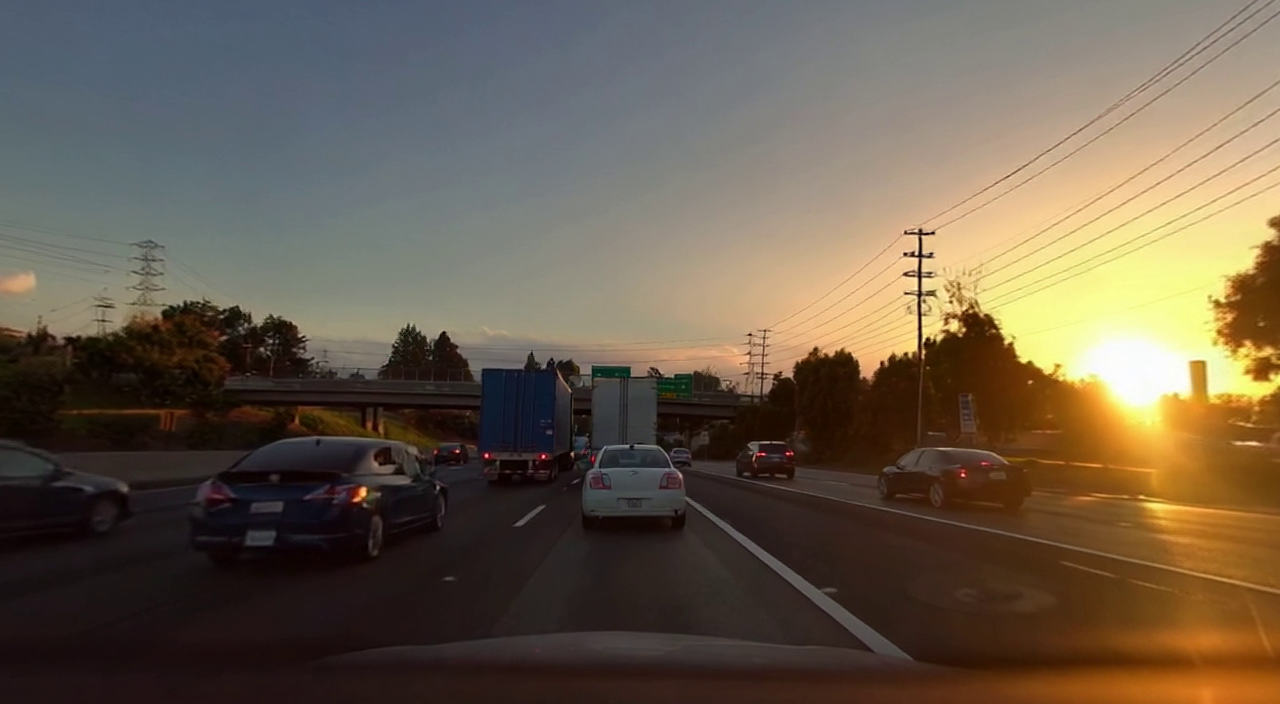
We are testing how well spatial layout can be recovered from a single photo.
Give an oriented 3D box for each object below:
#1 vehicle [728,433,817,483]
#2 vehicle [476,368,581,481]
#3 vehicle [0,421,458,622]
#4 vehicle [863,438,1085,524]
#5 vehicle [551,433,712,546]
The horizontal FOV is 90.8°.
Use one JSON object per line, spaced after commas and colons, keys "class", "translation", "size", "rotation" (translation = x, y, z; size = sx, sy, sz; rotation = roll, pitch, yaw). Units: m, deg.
{"class": "vehicle", "translation": [4.801, 3.930, 23.584], "size": [2.023, 1.676, 4.002], "rotation": [1, -9, -7]}
{"class": "vehicle", "translation": [-5.079, 4.138, 33.072], "size": [3.150, 4.298, 17.928], "rotation": [0, -9, -3]}
{"class": "vehicle", "translation": [-3.814, 1.632, 7.207], "size": [2.090, 1.463, 4.968], "rotation": [0, -9, -1]}
{"class": "vehicle", "translation": [6.383, 2.489, 12.751], "size": [1.878, 1.406, 4.164], "rotation": [1, -9, -6]}
{"class": "vehicle", "translation": [-0.208, 2.113, 10.360], "size": [2.112, 1.463, 4.012], "rotation": [0, -9, -3]}
